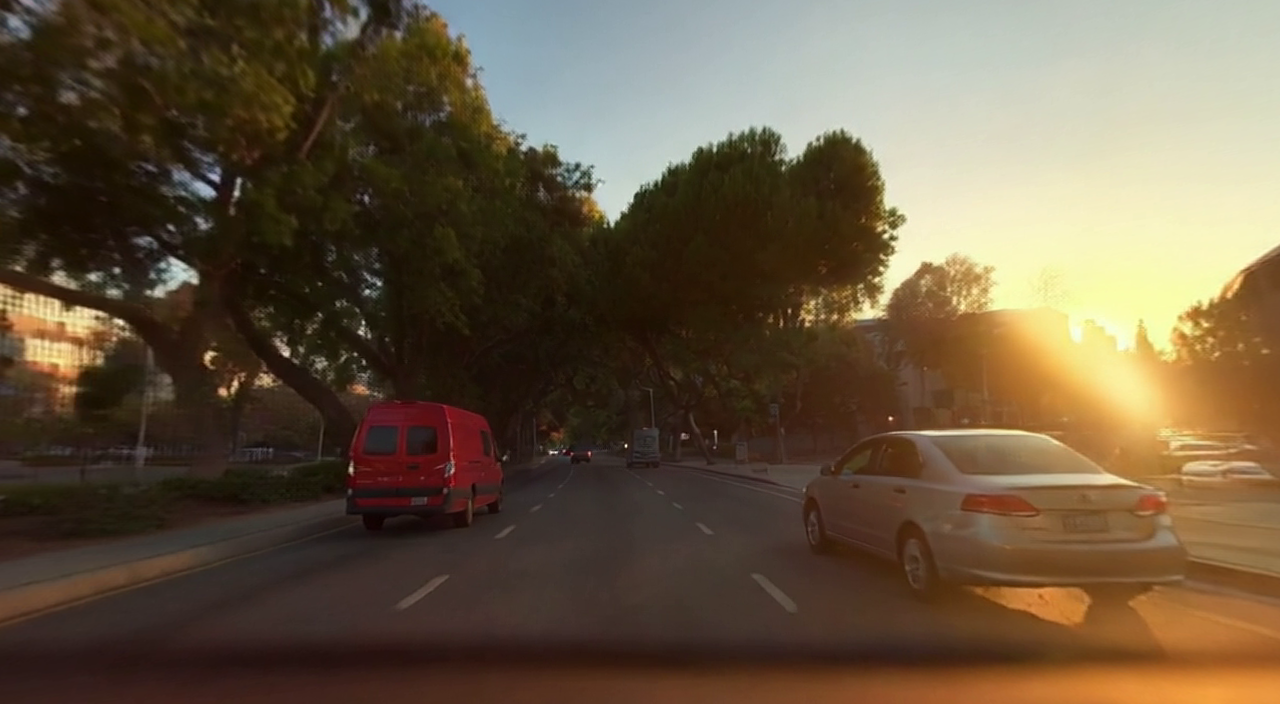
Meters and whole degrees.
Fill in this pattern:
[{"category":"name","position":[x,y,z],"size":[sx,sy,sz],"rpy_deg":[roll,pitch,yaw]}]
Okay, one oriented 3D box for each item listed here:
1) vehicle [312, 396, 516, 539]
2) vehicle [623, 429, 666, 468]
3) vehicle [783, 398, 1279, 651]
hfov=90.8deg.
[{"category":"vehicle","position":[-3.982,2.143,12.250],"size":[2.420,2.227,4.499],"rpy_deg":[0,-9,-2]},{"category":"vehicle","position":[0.219,6.839,44.738],"size":[2.397,2.566,5.324],"rpy_deg":[1,-9,-6]},{"category":"vehicle","position":[3.172,1.489,6.586],"size":[2.087,1.658,4.612],"rpy_deg":[0,-9,-2]}]
